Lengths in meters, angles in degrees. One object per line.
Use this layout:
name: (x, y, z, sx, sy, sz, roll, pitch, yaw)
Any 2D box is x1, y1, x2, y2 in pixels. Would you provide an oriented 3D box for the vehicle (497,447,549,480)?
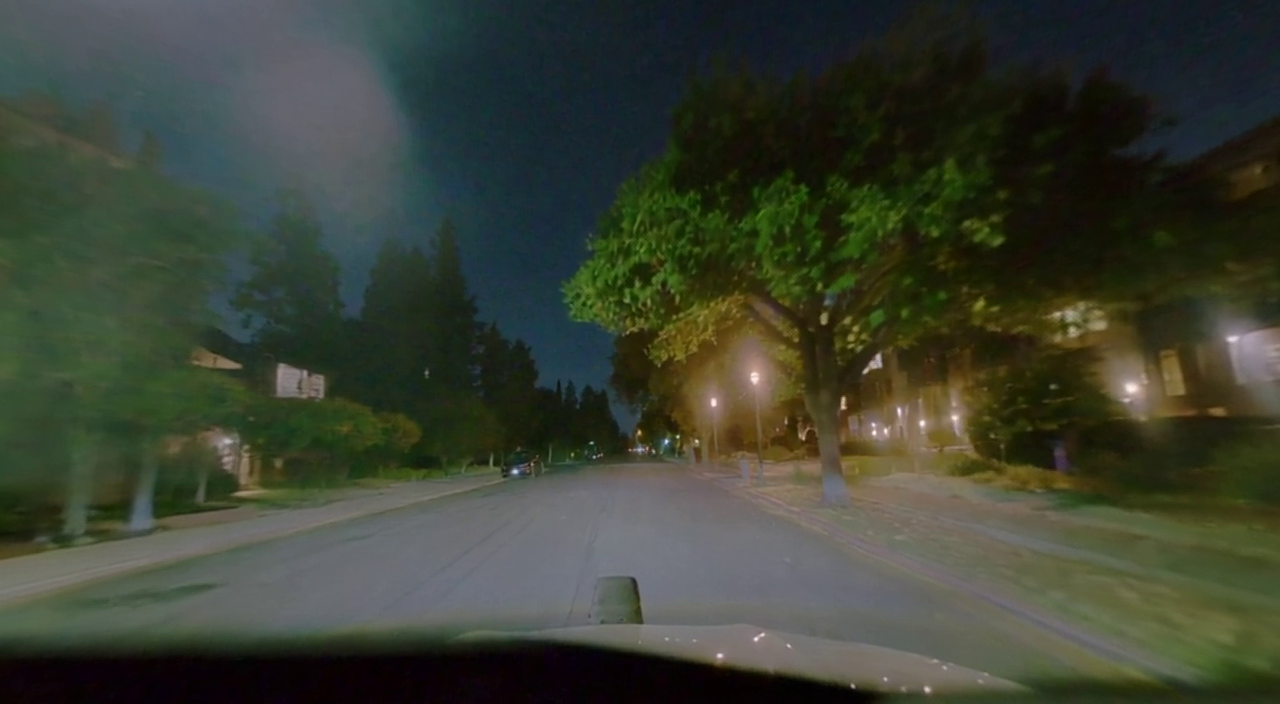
vehicle: (-6.601, 6.321, 36.140, 2.078, 1.745, 5.119, 0, -9, -1)
